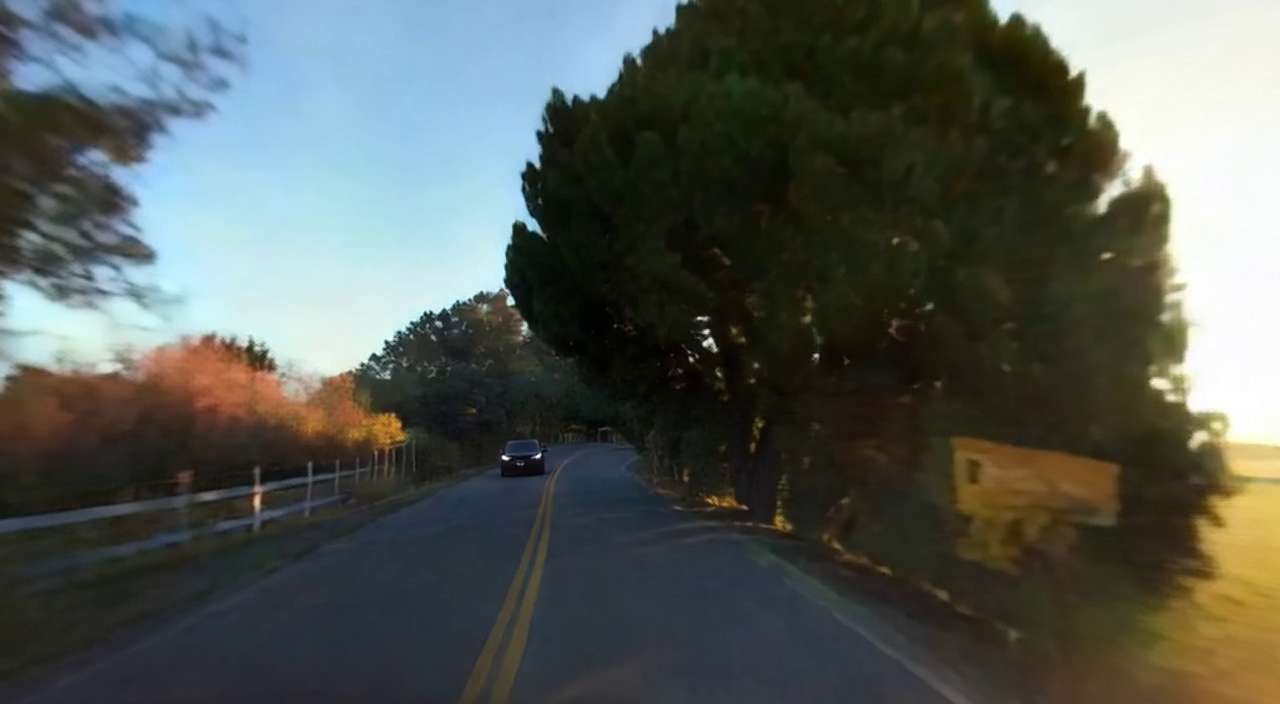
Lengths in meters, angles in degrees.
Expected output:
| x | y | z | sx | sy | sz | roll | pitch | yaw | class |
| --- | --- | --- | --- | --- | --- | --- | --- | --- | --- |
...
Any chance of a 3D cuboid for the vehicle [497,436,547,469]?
| x | y | z | sx | sy | sz | roll | pitch | yaw | class |
| --- | --- | --- | --- | --- | --- | --- | --- | --- | --- |
| -5.737 | 4.930 | 31.187 | 1.987 | 1.521 | 3.649 | 0 | -8 | -4 | vehicle |
